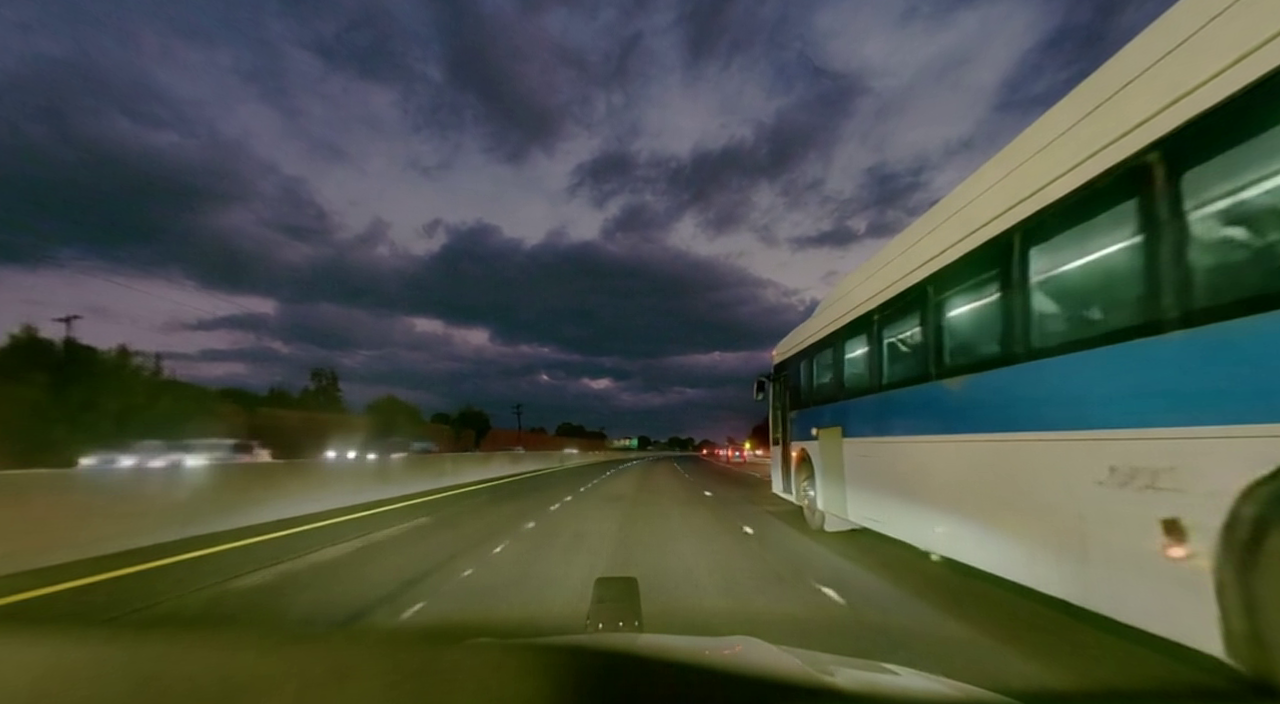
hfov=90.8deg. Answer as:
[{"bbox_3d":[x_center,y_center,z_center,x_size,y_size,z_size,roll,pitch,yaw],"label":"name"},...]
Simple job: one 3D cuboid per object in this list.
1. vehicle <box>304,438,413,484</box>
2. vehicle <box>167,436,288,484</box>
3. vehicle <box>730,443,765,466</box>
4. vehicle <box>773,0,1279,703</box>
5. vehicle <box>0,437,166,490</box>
[{"bbox_3d":[-11.030,4.279,25.203,2.165,1.646,4.553,0,-8,1],"label":"vehicle"},{"bbox_3d":[-17.517,4.583,27.148,1.979,1.859,4.587,0,-8,1],"label":"vehicle"},{"bbox_3d":[8.117,7.737,47.917,2.032,1.654,4.089,0,-8,1],"label":"vehicle"},{"bbox_3d":[4.160,0.264,5.237,3.144,3.580,14.591,0,-8,1],"label":"vehicle"},{"bbox_3d":[-21.500,4.280,24.626,2.153,1.821,4.865,0,-8,1],"label":"vehicle"}]
